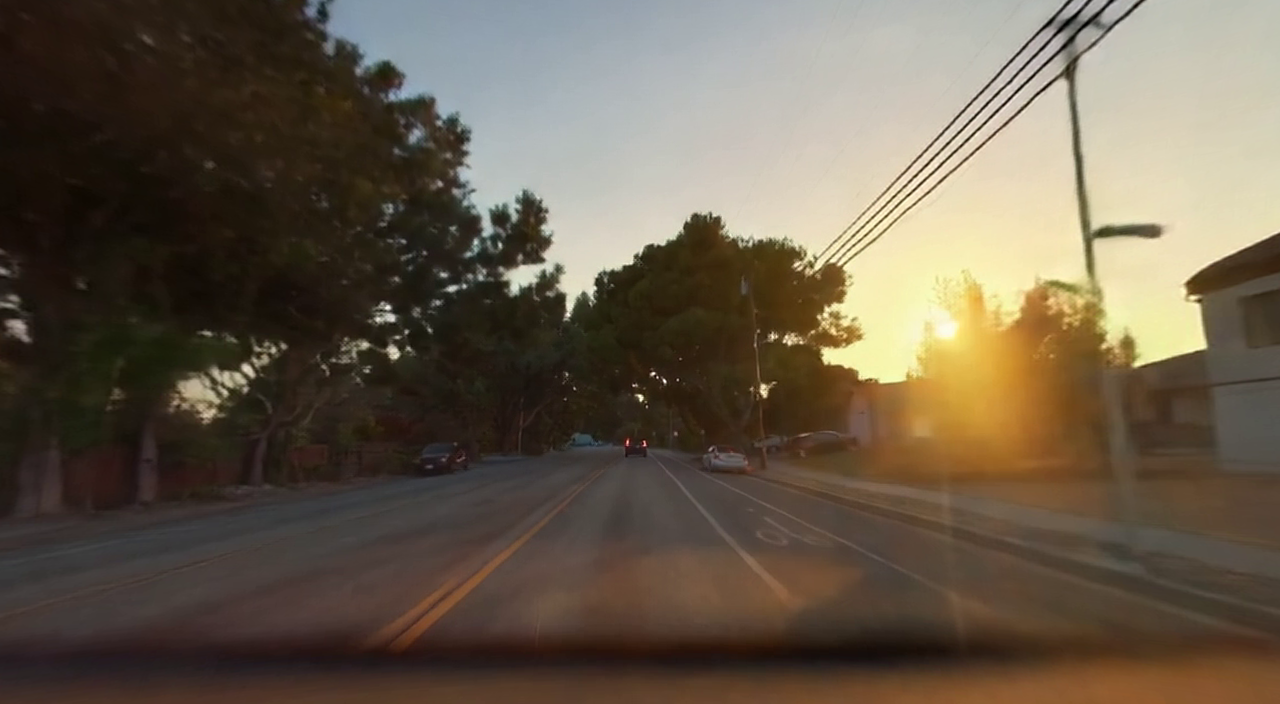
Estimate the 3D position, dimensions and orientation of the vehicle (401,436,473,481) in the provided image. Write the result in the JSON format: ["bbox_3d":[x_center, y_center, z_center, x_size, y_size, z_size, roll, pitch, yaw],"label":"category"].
[{"bbox_3d":[-11.107,5.827,35.043,2.111,2.050,5.328,-7,-8,-1],"label":"vehicle"}]

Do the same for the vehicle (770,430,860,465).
[{"bbox_3d":[10.626,5.782,38.513,4.709,1.743,1.965,-3,-8,-8],"label":"vehicle"}]

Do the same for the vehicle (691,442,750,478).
[{"bbox_3d":[3.774,5.104,30.271,2.167,1.535,4.464,1,-8,-1],"label":"vehicle"}]
